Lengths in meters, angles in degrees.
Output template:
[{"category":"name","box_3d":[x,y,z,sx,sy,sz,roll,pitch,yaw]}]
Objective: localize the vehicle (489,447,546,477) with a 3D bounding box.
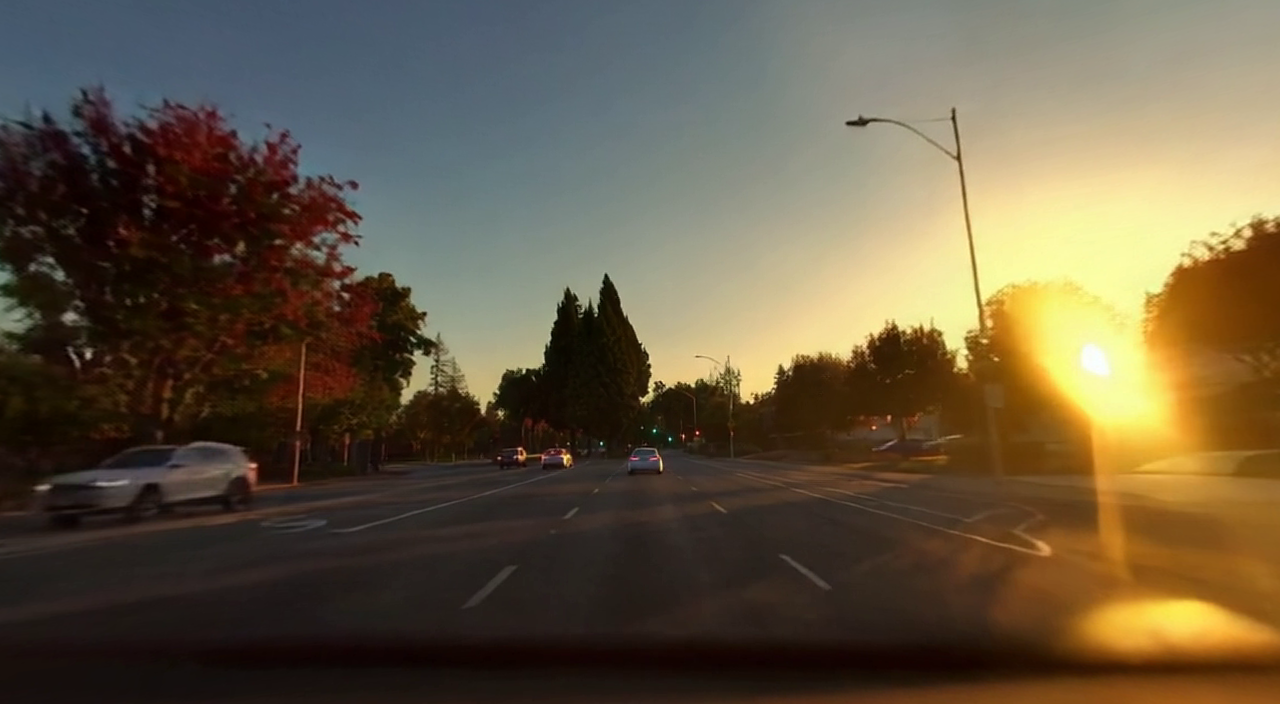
[{"category":"vehicle","box_3d":[-6.422,5.824,33.487,2.014,1.472,4.357,0,-9,2]}]

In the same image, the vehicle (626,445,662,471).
[{"category":"vehicle","box_3d":[0.257,6.664,39.745,2.106,1.517,4.375,0,-9,0]}]

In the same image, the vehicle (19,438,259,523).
[{"category":"vehicle","box_3d":[-13.602,3.482,17.765,2.301,1.967,5.468,0,-9,-1]}]
